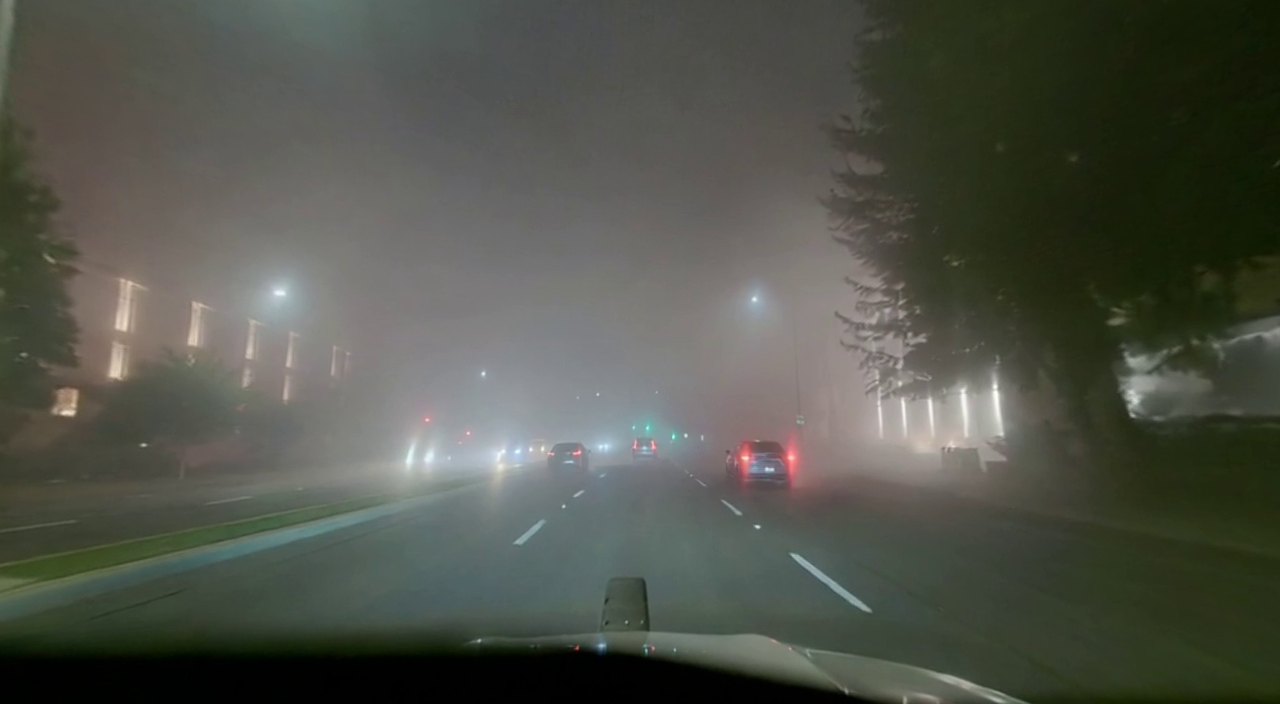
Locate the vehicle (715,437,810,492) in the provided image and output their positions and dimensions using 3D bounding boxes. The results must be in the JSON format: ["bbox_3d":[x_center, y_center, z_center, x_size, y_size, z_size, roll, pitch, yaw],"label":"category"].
[{"bbox_3d":[3.655,3.416,19.641,1.990,1.486,4.431,0,-8,-1],"label":"vehicle"}]

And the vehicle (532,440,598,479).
[{"bbox_3d":[-2.966,4.379,25.984,2.082,1.467,4.379,0,-8,1],"label":"vehicle"}]

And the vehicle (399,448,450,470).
[{"bbox_3d":[-15.778,7.849,46.360,2.018,1.465,4.672,0,-8,1],"label":"vehicle"}]

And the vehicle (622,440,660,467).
[{"bbox_3d":[0.035,5.973,37.180,2.101,1.480,3.929,0,-8,0],"label":"vehicle"}]
